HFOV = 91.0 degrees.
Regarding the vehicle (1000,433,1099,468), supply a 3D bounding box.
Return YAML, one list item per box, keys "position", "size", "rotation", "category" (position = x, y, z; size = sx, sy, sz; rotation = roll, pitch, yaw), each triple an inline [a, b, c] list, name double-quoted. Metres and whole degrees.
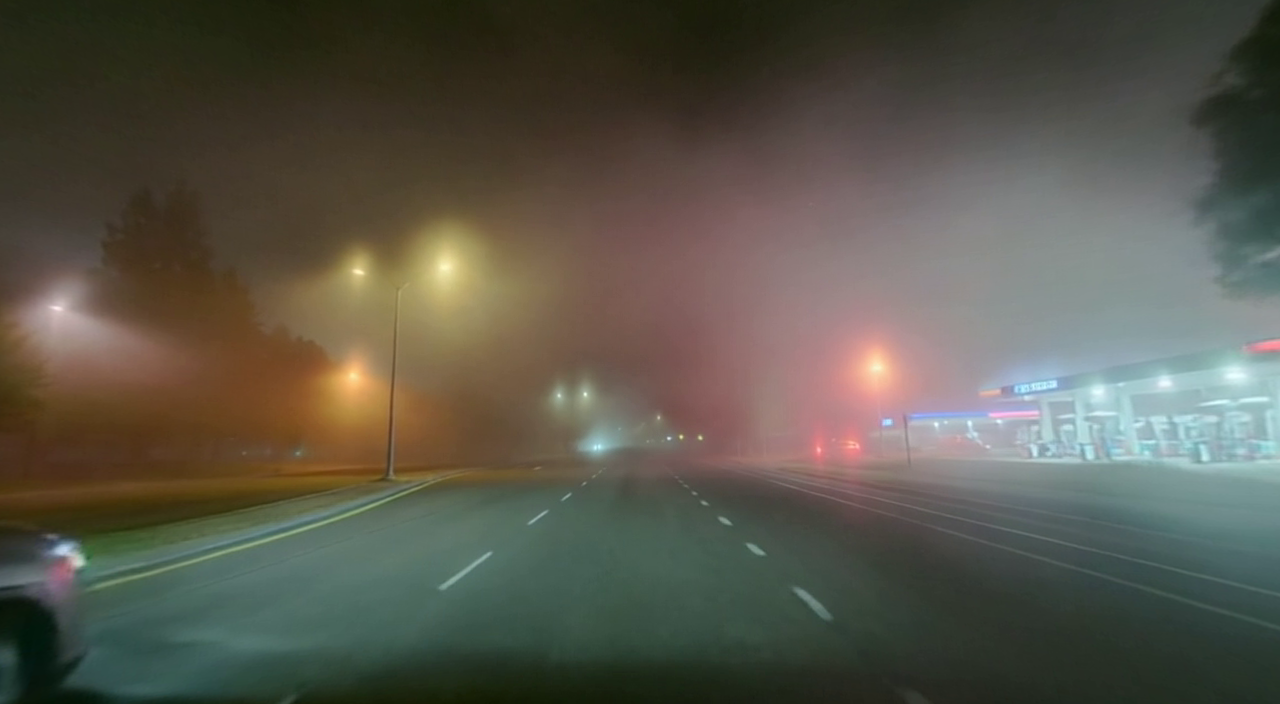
- position: [23.232, 5.597, 35.962]
  size: [2.302, 1.795, 4.724]
  rotation: [-2, -8, -2]
  category: "vehicle"
